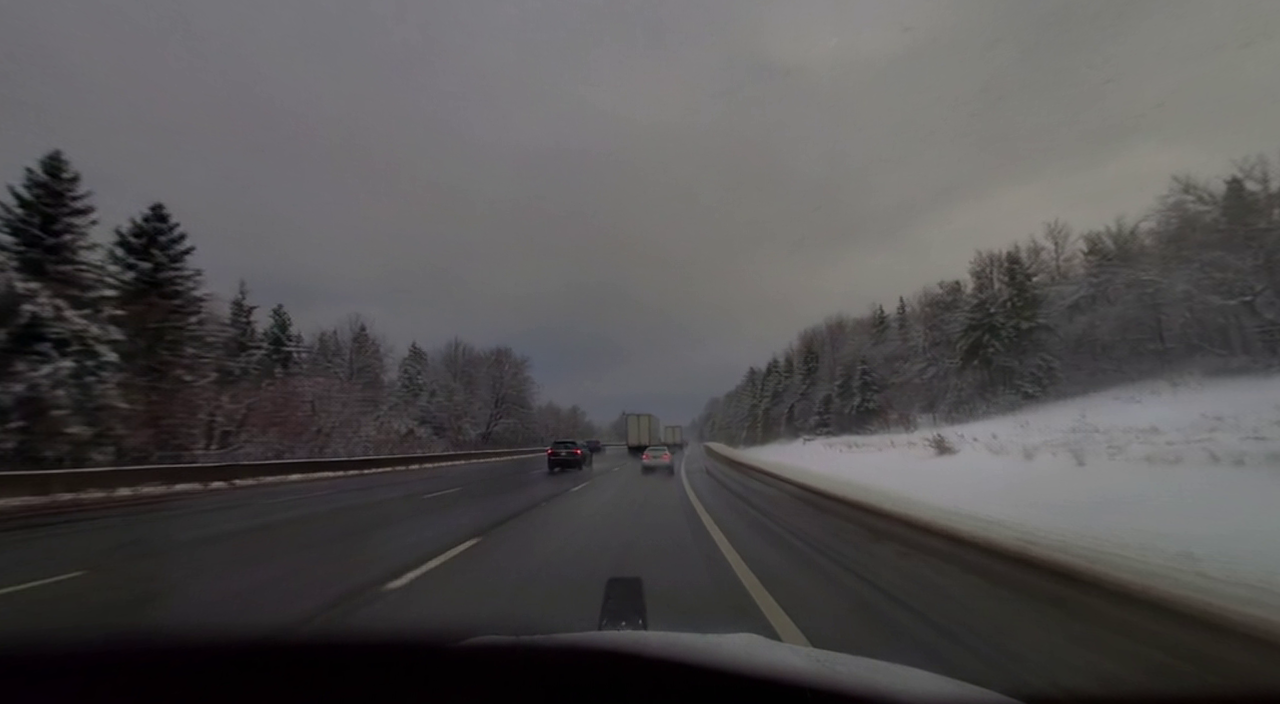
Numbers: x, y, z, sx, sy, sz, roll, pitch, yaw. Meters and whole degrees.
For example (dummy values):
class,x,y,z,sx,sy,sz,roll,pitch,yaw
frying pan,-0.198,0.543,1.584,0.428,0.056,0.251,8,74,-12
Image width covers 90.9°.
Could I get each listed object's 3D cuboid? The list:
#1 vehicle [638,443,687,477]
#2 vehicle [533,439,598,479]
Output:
class,x,y,z,sx,sy,sz,roll,pitch,yaw
vehicle,0.988,4.676,27.601,1.984,1.365,3.767,0,-9,2
vehicle,-3.026,4.488,26.684,1.916,1.486,4.631,0,-9,4
